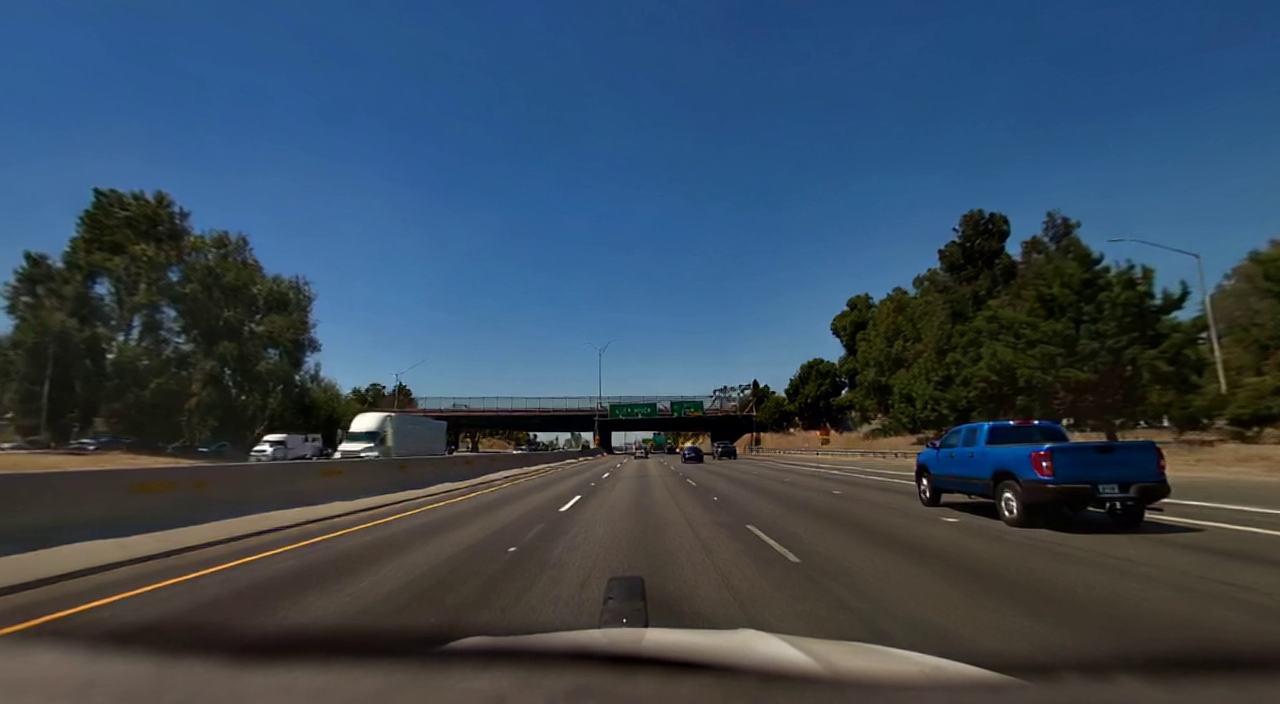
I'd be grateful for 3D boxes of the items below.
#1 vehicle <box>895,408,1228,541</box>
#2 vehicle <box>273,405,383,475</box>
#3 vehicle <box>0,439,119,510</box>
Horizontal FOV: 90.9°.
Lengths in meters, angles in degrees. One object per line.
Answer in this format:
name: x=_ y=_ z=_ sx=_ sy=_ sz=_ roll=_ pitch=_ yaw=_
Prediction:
vehicle: x=7.140 y=2.159 z=11.898 sx=2.182 sy=1.852 sz=5.926 roll=0 pitch=-8 yaw=0
vehicle: x=-17.969 y=5.166 z=36.896 sx=3.019 sy=3.687 sz=6.460 roll=0 pitch=-8 yaw=0
vehicle: x=-15.120 y=2.835 z=14.730 sx=1.960 sy=1.556 sz=4.546 roll=0 pitch=-8 yaw=1
